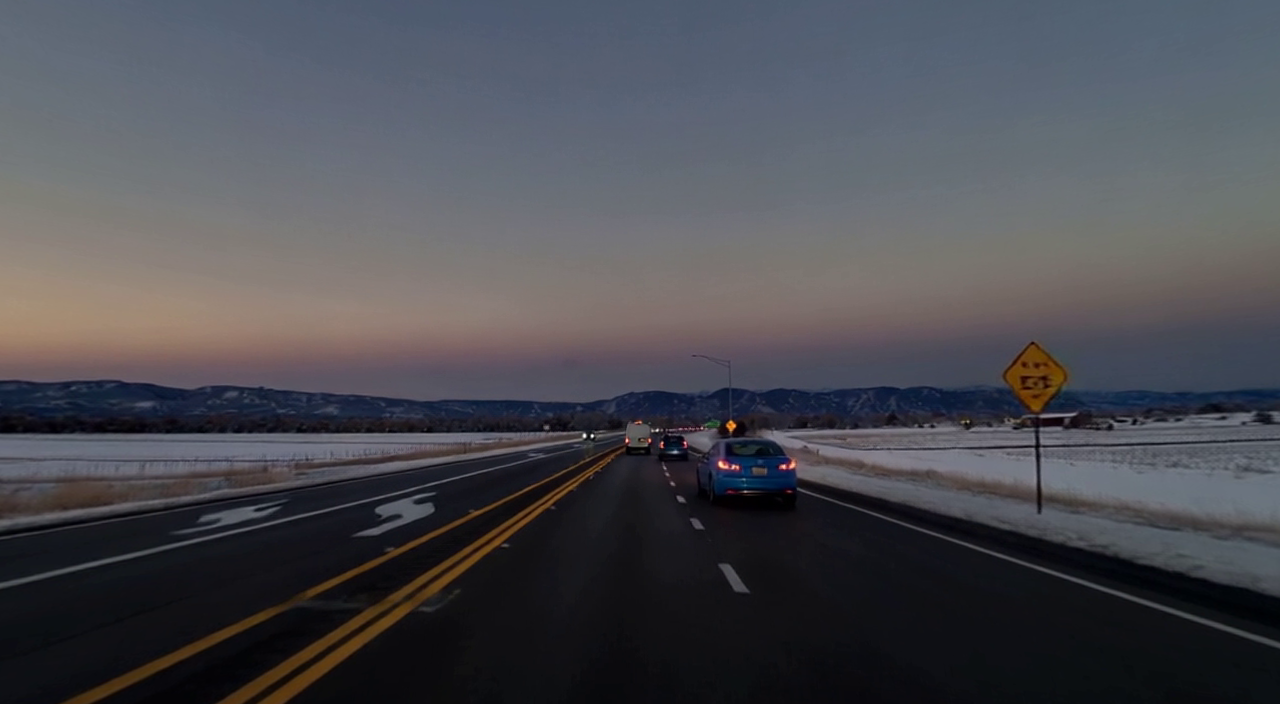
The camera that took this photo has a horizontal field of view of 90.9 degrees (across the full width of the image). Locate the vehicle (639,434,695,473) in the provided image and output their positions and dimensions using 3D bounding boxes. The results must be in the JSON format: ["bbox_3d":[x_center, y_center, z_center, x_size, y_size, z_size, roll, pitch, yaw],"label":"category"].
[{"bbox_3d":[1.067,4.326,27.135,2.026,1.531,4.273,0,-8,-3],"label":"vehicle"}]

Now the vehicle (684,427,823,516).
[{"bbox_3d":[2.133,2.384,13.079,2.007,1.534,3.976,0,-8,-2],"label":"vehicle"}]
